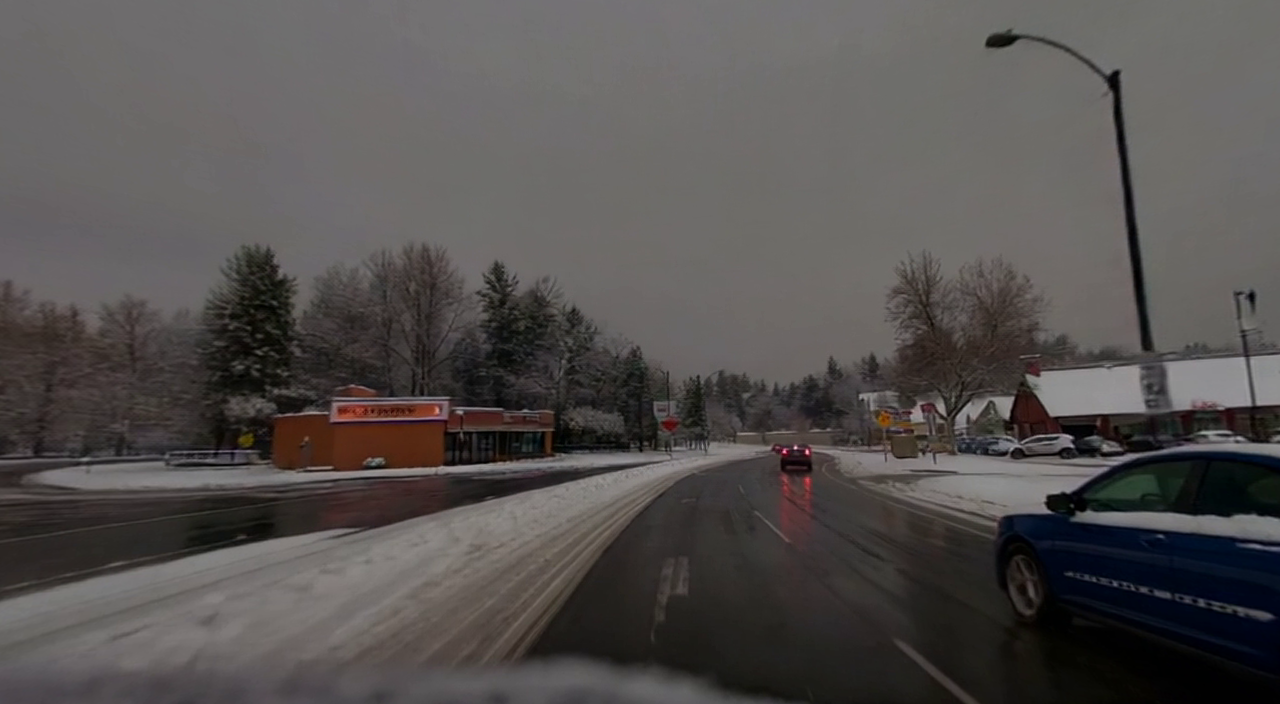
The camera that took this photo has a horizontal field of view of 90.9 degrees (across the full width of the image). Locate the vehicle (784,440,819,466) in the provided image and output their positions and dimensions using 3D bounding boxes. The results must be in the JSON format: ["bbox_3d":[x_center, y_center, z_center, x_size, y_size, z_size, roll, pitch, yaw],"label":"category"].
[{"bbox_3d":[11.815,7.339,45.885,2.311,1.715,4.287,-2,-9,16],"label":"vehicle"}]

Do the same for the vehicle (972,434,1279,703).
[{"bbox_3d":[4.353,1.302,4.131,1.938,1.466,4.434,0,-9,0],"label":"vehicle"}]

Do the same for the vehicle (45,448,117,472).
[{"bbox_3d":[-36.284,6.994,41.039,1.779,1.458,4.279,3,-9,-16],"label":"vehicle"}]
